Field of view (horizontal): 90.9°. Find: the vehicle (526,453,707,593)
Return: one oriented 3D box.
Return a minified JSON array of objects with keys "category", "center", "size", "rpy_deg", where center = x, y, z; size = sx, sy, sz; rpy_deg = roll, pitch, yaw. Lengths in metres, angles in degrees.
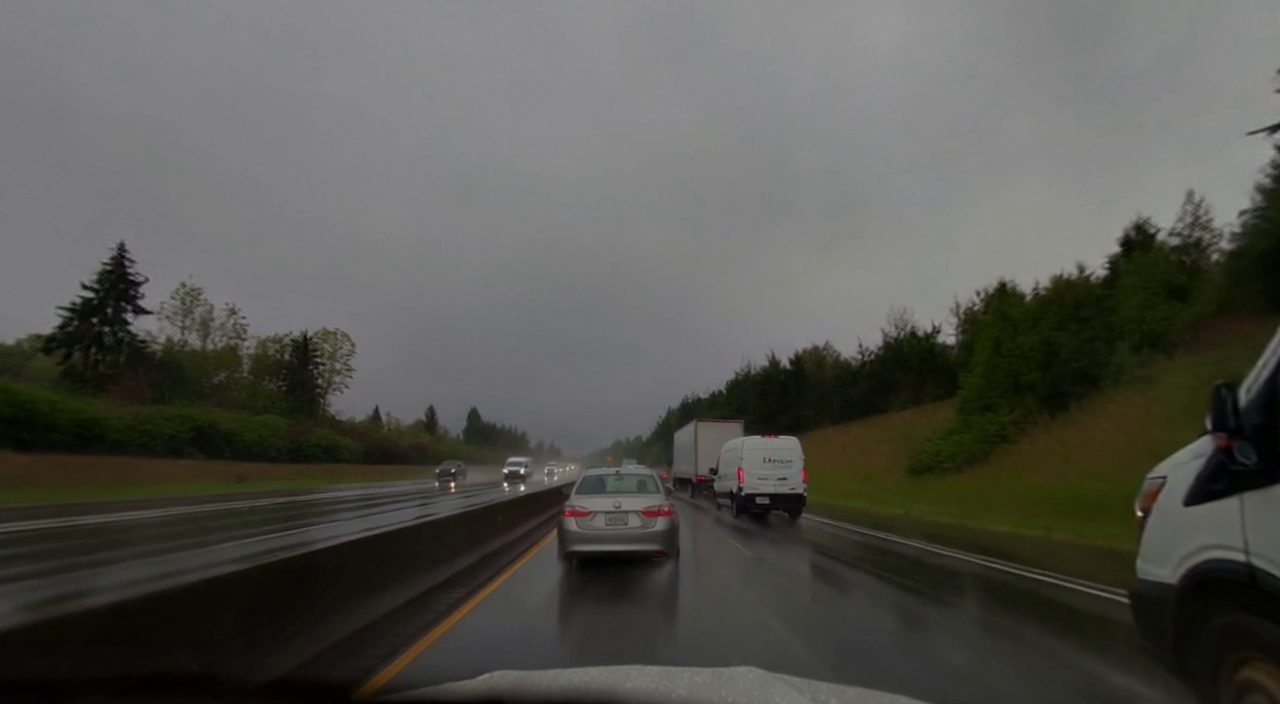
[{"category":"vehicle","center":[-0.290,2.209,8.692],"size":[1.980,1.493,3.410],"rpy_deg":[1,-11,-1]}]

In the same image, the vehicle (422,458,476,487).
[{"category":"vehicle","center":[-10.850,6.915,36.153],"size":[1.872,1.510,4.266],"rpy_deg":[1,-11,-2]}]

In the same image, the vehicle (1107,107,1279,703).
[{"category":"vehicle","center":[5.540,-0.290,0.608],"size":[2.890,3.726,9.269],"rpy_deg":[1,-11,0]}]

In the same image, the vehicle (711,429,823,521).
[{"category":"vehicle","center":[3.876,3.961,20.481],"size":[2.328,2.537,5.290],"rpy_deg":[1,-11,-2]}]

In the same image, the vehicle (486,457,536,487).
[{"category":"vehicle","center":[-7.465,7.018,36.930],"size":[2.069,1.628,4.479],"rpy_deg":[1,-11,-1]}]
